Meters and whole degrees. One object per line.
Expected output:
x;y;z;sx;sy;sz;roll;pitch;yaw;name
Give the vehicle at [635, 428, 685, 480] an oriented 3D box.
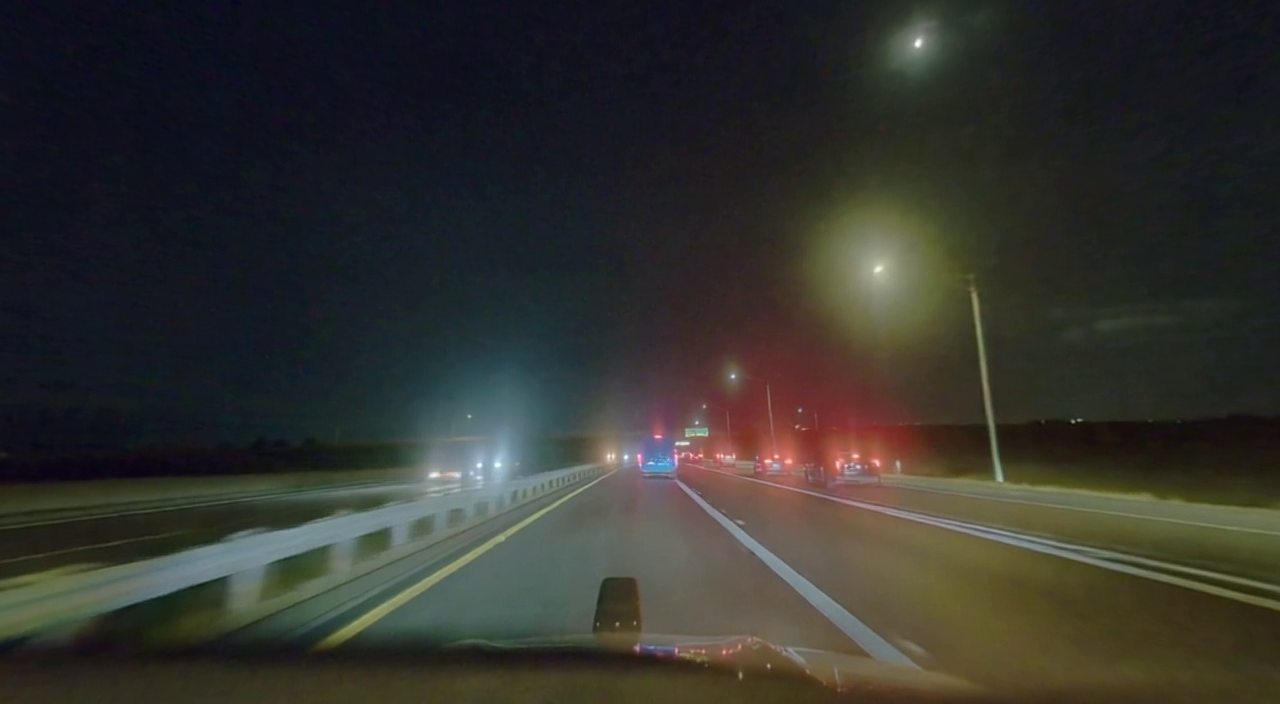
1.075;5.659;34.894;2.560;2.598;5.581;-1;-9;1;vehicle
